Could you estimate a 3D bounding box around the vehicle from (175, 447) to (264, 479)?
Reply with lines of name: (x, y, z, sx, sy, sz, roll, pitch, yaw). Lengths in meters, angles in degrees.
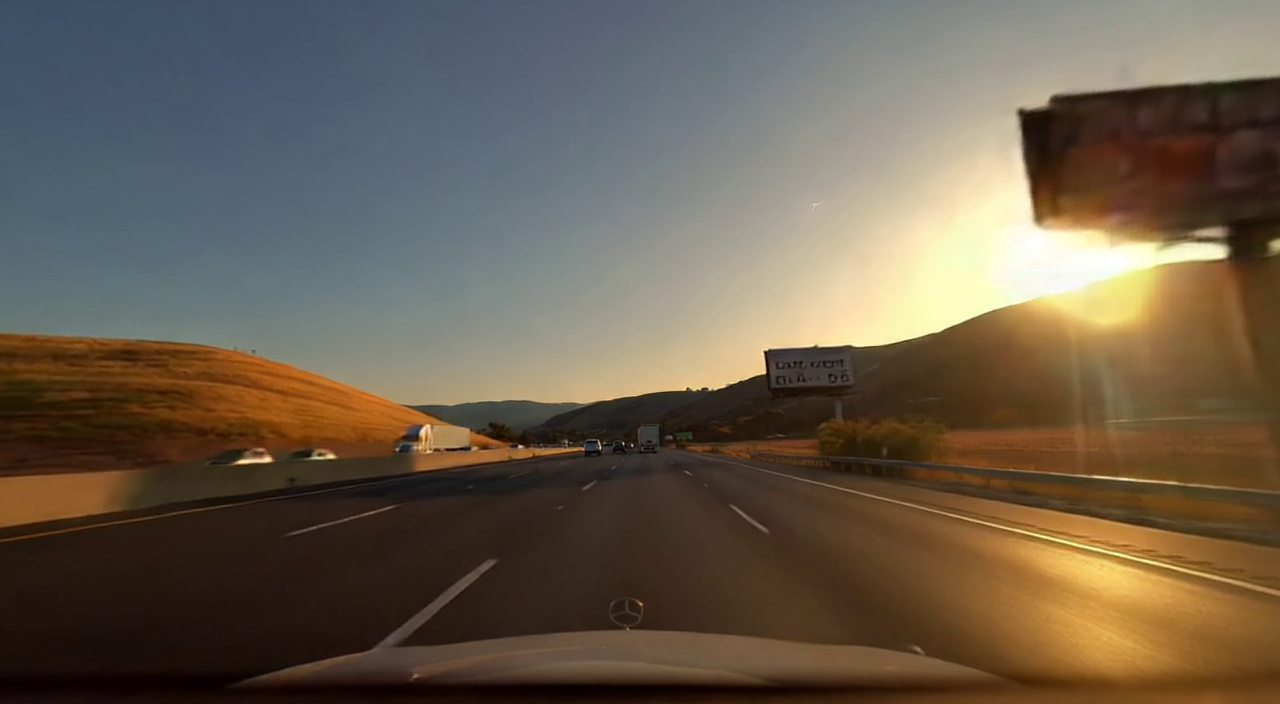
vehicle: (-24.412, 6.443, 36.885, 1.938, 1.671, 4.653, 0, -8, 1)

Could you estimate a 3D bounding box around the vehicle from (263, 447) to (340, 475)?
vehicle: (-20.556, 6.600, 38.580, 1.973, 1.580, 4.750, 0, -8, 1)
